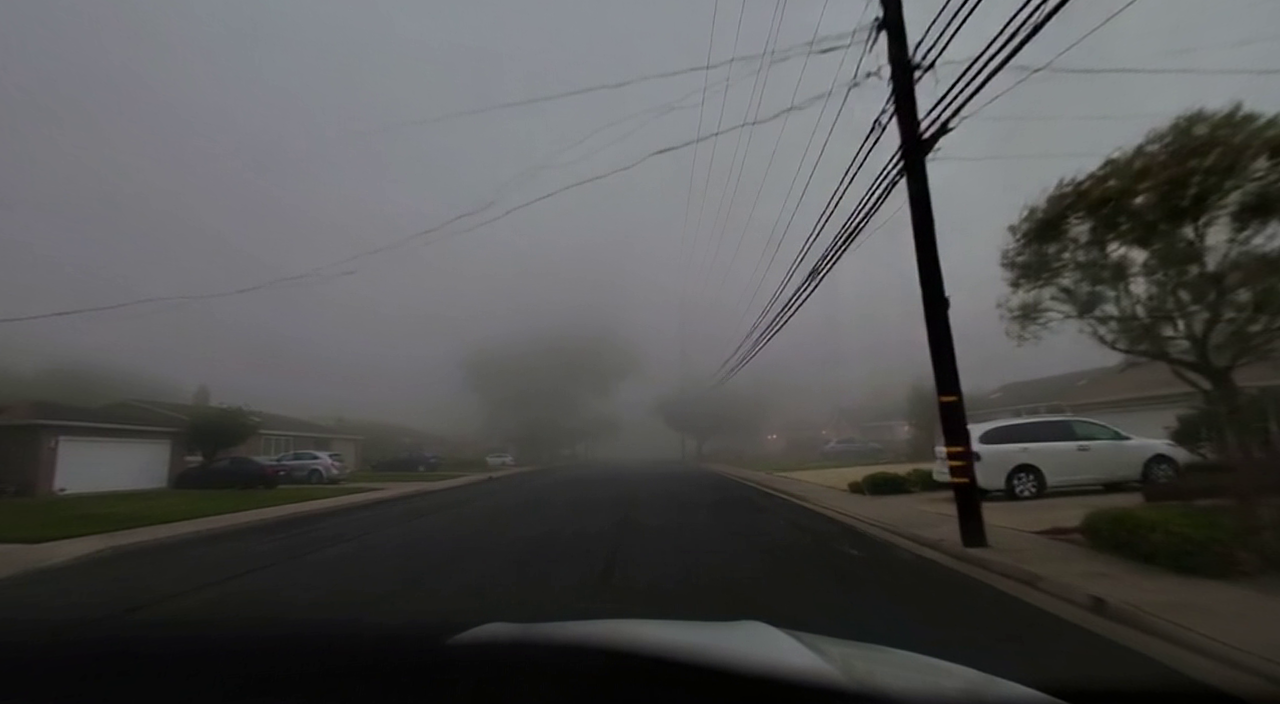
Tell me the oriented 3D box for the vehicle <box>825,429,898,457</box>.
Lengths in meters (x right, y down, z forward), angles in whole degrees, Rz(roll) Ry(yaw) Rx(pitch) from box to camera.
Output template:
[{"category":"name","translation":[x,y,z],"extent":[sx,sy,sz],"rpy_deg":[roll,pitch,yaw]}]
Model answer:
[{"category":"vehicle","translation":[15.246,6.333,43.701],"extent":[4.373,1.759,2.093],"rpy_deg":[0,-9,7]}]

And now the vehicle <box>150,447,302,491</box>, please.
[{"category":"vehicle","translation":[-16.245,4.599,24.993],"extent":[4.482,1.648,2.169],"rpy_deg":[0,-9,1]}]

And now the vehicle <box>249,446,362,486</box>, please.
[{"category":"vehicle","translation":[-15.065,5.111,28.535],"extent":[4.232,1.693,1.949],"rpy_deg":[-2,-9,16]}]

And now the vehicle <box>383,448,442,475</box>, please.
[{"category":"vehicle","translation":[-14.737,7.081,41.242],"extent":[1.978,1.586,5.192],"rpy_deg":[0,-9,0]}]

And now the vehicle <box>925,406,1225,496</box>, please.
[{"category":"vehicle","translation":[9.683,2.252,14.454],"extent":[5.273,1.868,2.070],"rpy_deg":[0,-9,0]}]
